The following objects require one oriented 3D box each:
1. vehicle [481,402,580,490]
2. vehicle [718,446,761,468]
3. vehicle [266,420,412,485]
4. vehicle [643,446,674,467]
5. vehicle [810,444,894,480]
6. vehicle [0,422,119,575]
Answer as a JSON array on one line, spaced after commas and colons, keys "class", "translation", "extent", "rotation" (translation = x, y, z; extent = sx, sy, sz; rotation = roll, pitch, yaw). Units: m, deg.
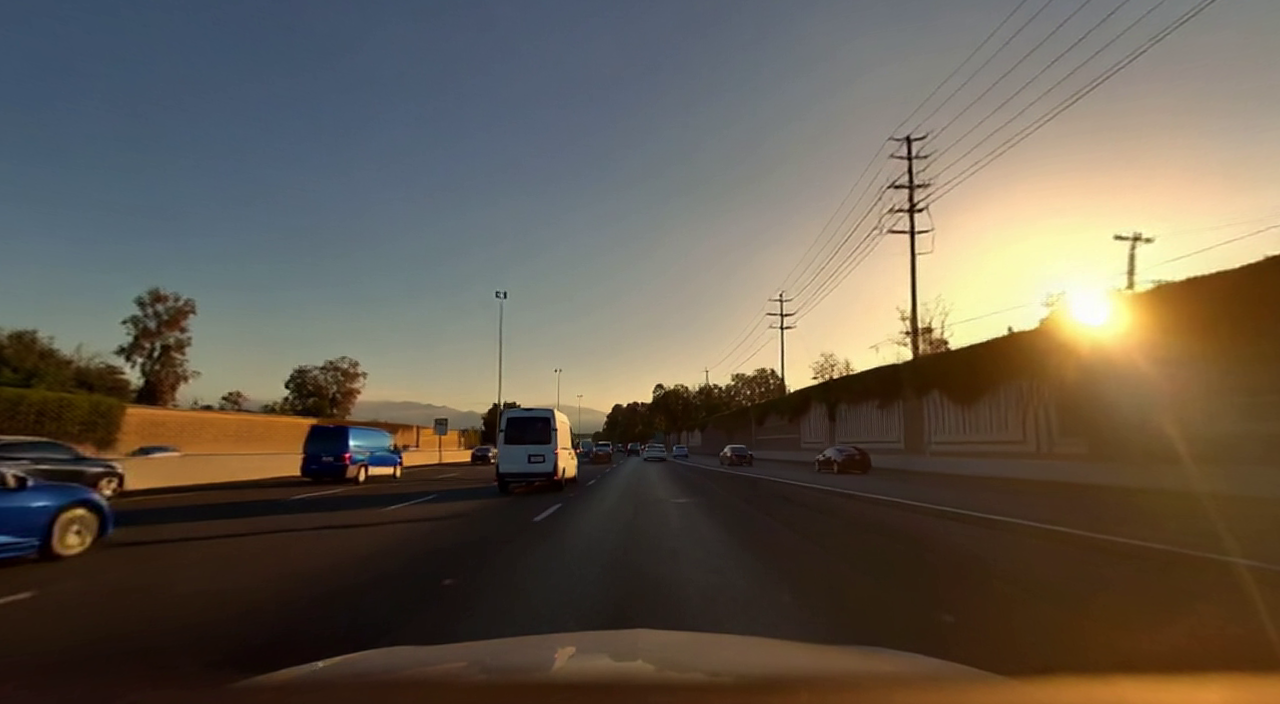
[{"class": "vehicle", "translation": [-3.650, 3.335, 22.334], "extent": [2.395, 2.660, 5.827], "rotation": [0, -9, 1]}, {"class": "vehicle", "translation": [7.180, 7.637, 45.873], "extent": [2.095, 1.504, 4.536], "rotation": [0, -9, -4]}, {"class": "vehicle", "translation": [-11.326, 3.869, 24.507], "extent": [2.596, 2.162, 6.328], "rotation": [0, -9, -1]}, {"class": "vehicle", "translation": [1.311, 7.668, 46.340], "extent": [2.084, 1.492, 4.137], "rotation": [0, -9, -1]}, {"class": "vehicle", "translation": [9.370, 4.904, 28.279], "extent": [2.052, 1.470, 4.364], "rotation": [0, -9, -3]}, {"class": "vehicle", "translation": [-7.444, 1.351, 5.496], "extent": [1.967, 1.525, 4.458], "rotation": [0, -9, 0]}]
